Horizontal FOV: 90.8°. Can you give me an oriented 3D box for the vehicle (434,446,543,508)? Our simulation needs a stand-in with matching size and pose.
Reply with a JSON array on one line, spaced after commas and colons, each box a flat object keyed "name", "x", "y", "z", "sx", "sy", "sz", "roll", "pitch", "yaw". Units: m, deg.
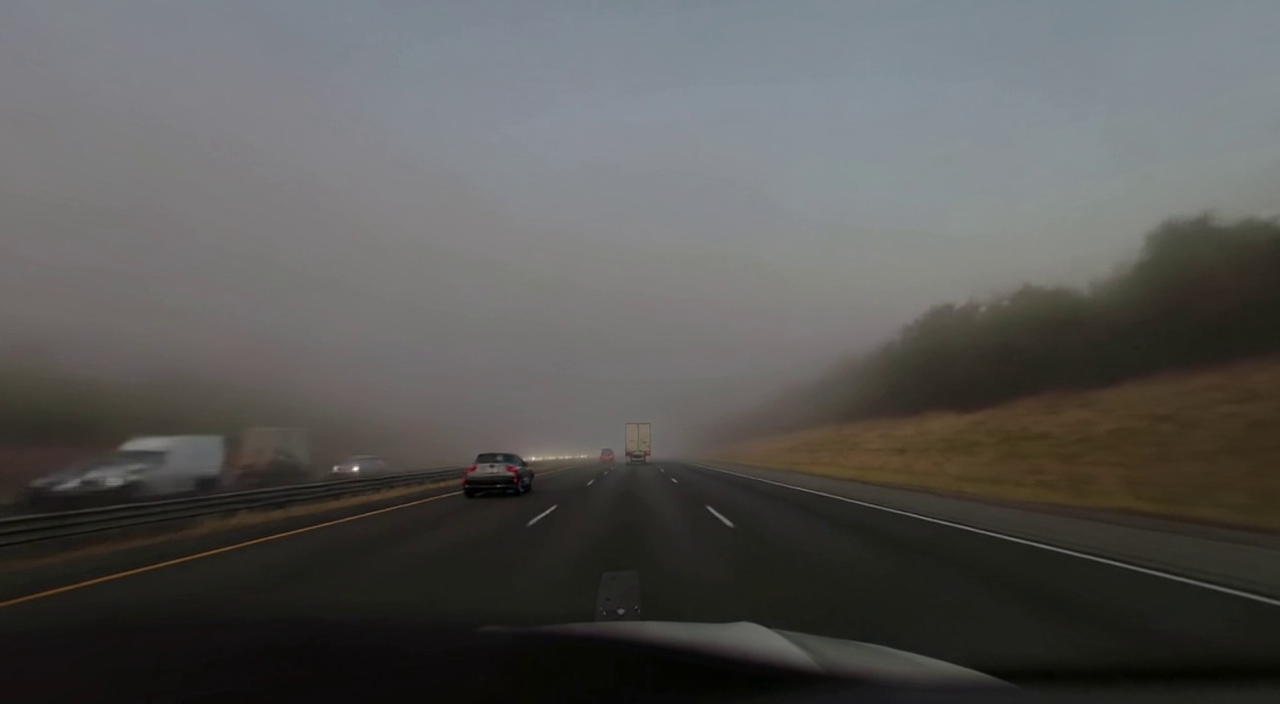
[{"name": "vehicle", "x": -4.128, "y": 3.457, "z": 17.941, "sx": 2.051, "sy": 1.537, "sz": 4.111, "roll": 0, "pitch": -9, "yaw": 1}]
